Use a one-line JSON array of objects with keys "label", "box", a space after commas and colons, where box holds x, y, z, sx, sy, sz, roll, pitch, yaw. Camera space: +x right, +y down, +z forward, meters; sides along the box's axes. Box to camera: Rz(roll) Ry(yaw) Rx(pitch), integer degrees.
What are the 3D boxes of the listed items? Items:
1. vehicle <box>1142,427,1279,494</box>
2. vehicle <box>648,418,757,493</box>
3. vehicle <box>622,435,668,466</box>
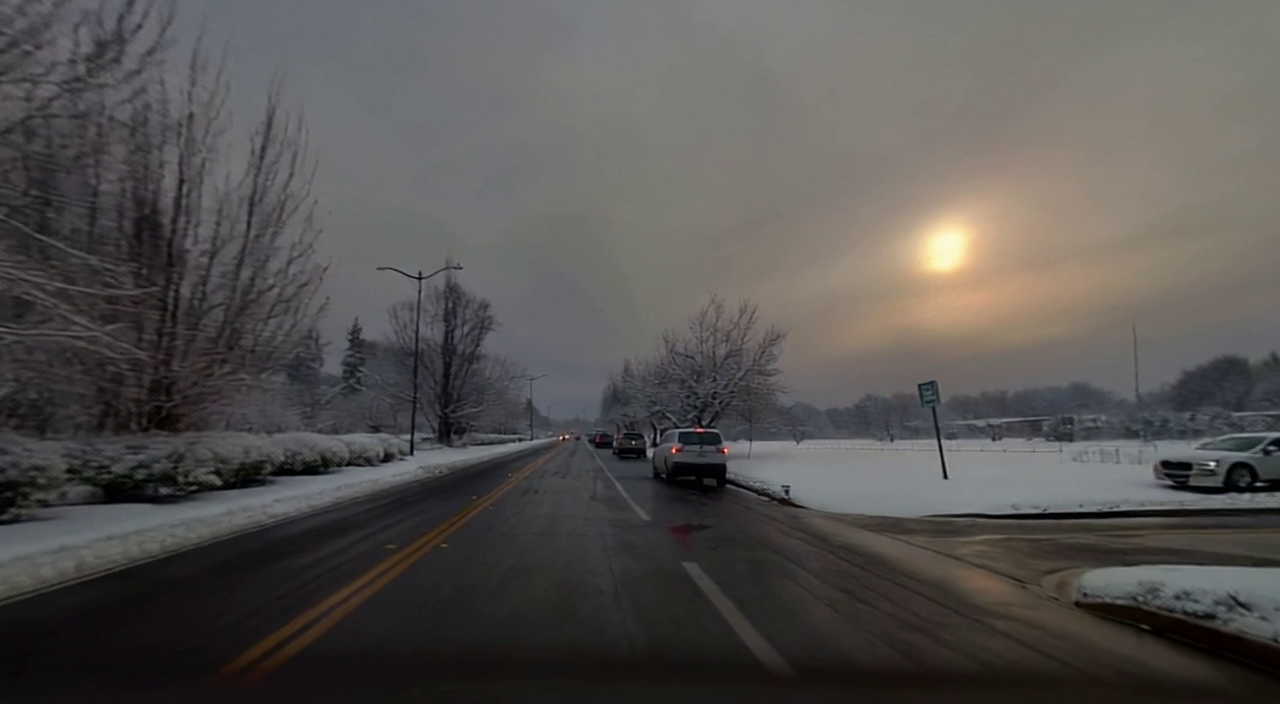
[{"label": "vehicle", "box": [17.628, 3.126, 18.216, 2.068, 1.759, 4.747, 3, -9, -6]}, {"label": "vehicle", "box": [1.646, 2.986, 18.531, 2.226, 1.889, 4.543, 1, -8, -7]}, {"label": "vehicle", "box": [0.212, 5.250, 33.774, 1.832, 1.538, 4.208, 1, -8, -8]}]
